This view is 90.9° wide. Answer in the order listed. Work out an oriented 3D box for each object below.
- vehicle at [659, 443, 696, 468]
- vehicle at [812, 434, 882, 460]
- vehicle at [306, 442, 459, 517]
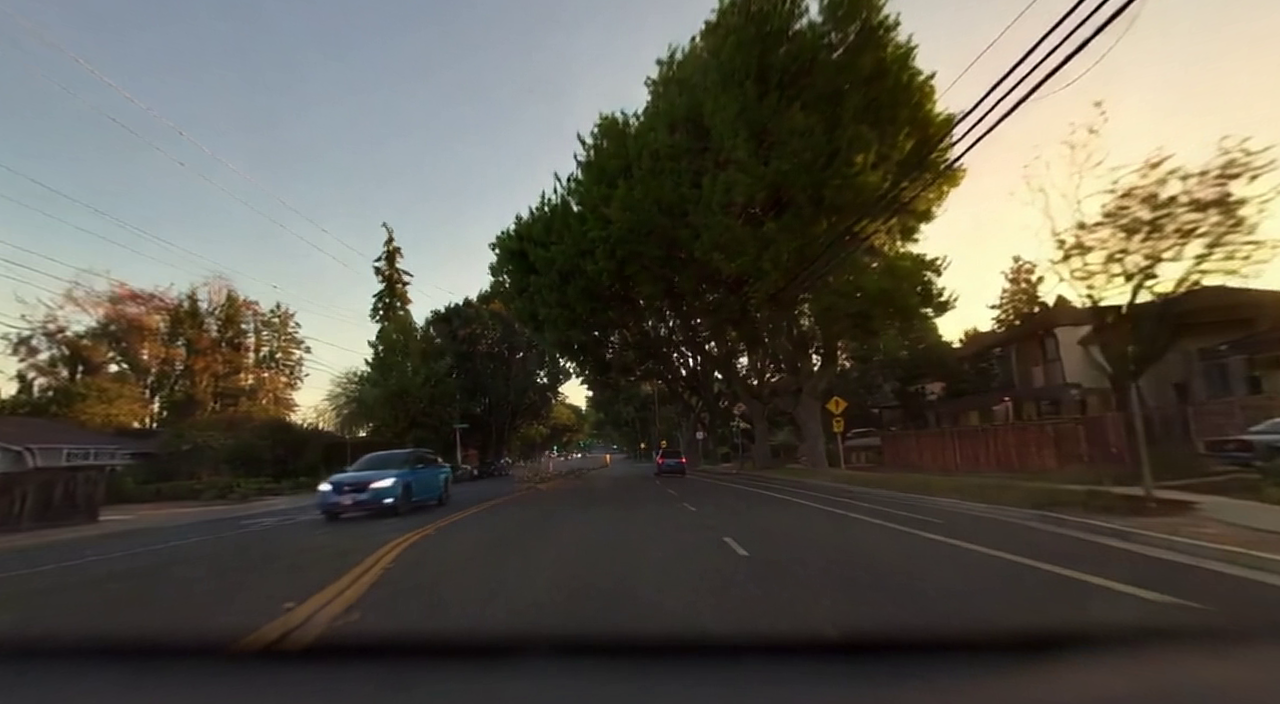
[{"bbox_3d":[2.801,7.969,48.713,2.144,1.843,4.827,0,-9,-5],"label":"vehicle"},{"bbox_3d":[16.095,7.412,49.195,4.583,1.932,2.256,0,-8,-4],"label":"vehicle"},{"bbox_3d":[-6.663,3.325,16.989,2.127,1.725,4.366,-1,-9,2],"label":"vehicle"}]
